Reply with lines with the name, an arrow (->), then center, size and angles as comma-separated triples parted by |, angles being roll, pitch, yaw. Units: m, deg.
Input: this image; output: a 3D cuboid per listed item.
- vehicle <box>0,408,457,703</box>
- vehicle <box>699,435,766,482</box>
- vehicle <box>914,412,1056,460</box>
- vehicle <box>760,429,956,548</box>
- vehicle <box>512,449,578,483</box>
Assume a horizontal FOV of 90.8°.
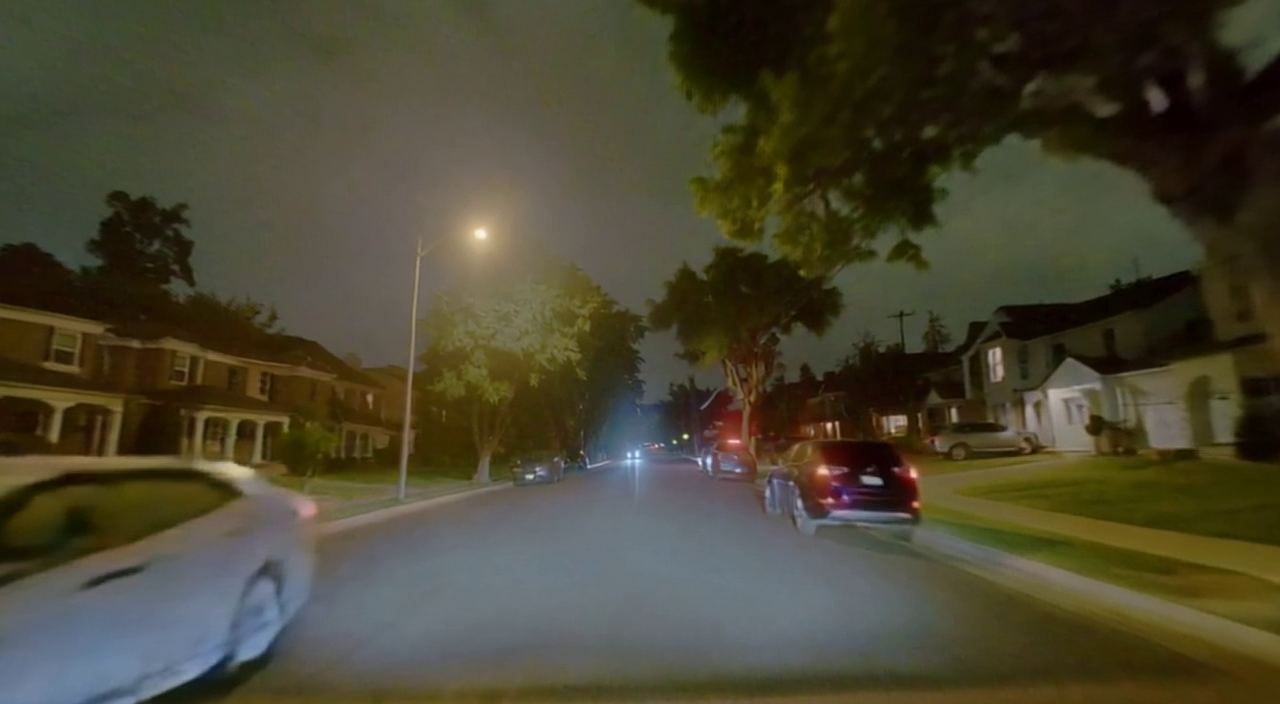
vehicle -> -2.781, 1.165, 3.441 | 2.104, 1.497, 4.781 | 0, -8, 0
vehicle -> 4.108, 4.856, 29.057 | 2.350, 1.912, 5.696 | 0, -8, 1
vehicle -> 13.581, 3.317, 25.173 | 4.310, 1.805, 2.289 | -1, -7, 6
vehicle -> 3.545, 2.296, 11.431 | 2.079, 1.651, 4.783 | 0, -8, 3
vehicle -> -4.336, 5.303, 29.563 | 2.234, 1.377, 4.413 | -2, -10, 3
